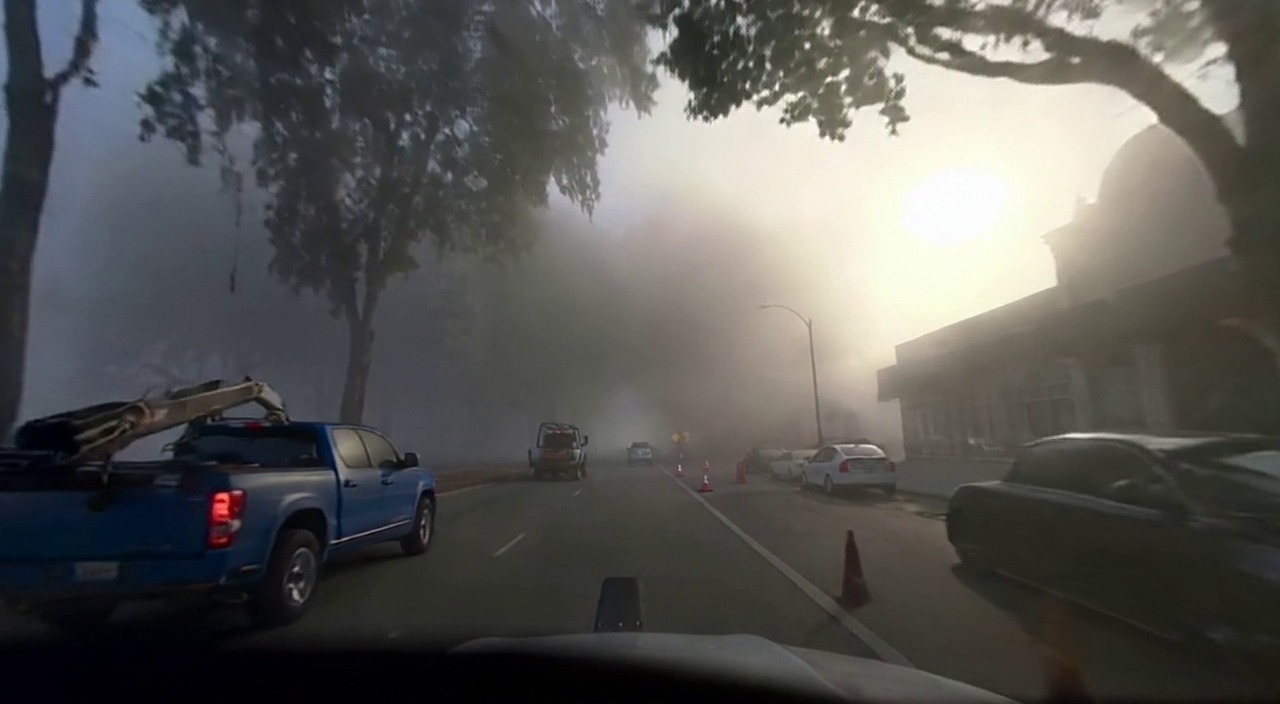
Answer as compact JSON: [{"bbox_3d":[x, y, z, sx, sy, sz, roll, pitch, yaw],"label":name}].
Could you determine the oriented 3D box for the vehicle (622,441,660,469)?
[{"bbox_3d":[-0.018,6.977,42.829,2.413,1.748,4.406,0,-9,-2],"label":"vehicle"}]

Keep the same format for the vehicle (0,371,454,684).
[{"bbox_3d":[-3.585,1.326,5.889,2.327,1.775,4.430,0,-9,0],"label":"vehicle"}]

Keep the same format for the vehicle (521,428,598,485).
[{"bbox_3d":[-3.186,4.306,26.328,2.424,2.063,5.678,0,-9,1],"label":"vehicle"}]

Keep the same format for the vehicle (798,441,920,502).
[{"bbox_3d":[6.055,3.338,18.128,2.045,1.505,4.615,-1,-9,3],"label":"vehicle"}]

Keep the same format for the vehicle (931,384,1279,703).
[{"bbox_3d":[4.230,1.214,4.752,2.082,1.601,4.451,-1,-9,2],"label":"vehicle"}]
